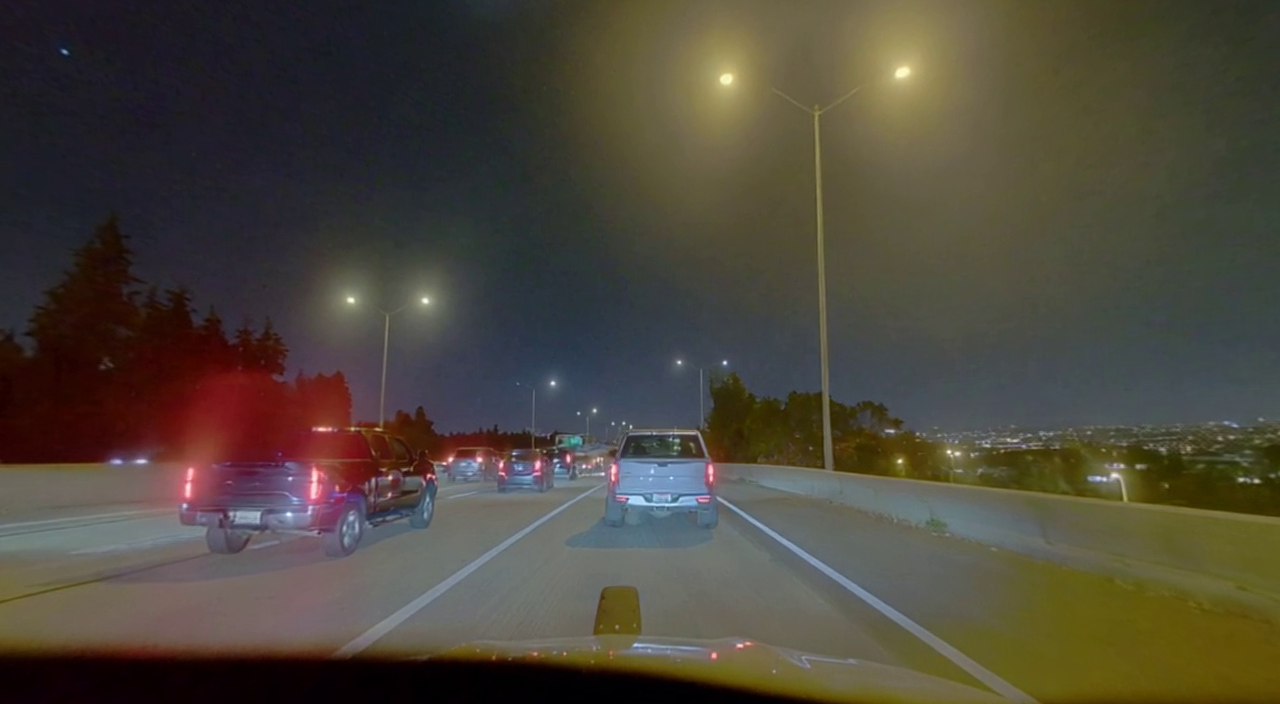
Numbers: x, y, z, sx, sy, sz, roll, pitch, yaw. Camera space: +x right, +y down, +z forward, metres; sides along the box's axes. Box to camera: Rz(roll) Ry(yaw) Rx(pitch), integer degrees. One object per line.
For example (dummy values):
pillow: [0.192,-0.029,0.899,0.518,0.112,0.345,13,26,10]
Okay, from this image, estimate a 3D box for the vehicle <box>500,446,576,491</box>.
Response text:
vehicle: [-3.620,4.220,23.235,1.868,1.470,4.105,-1,-9,4]

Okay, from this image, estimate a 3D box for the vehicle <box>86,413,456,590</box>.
vehicle: [-4.247,1.777,8.370,2.076,1.688,4.334,-1,-9,3]

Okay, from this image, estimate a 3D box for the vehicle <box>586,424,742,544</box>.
vehicle: [0.414,2.251,11.411,2.235,1.716,4.435,-1,-9,2]
